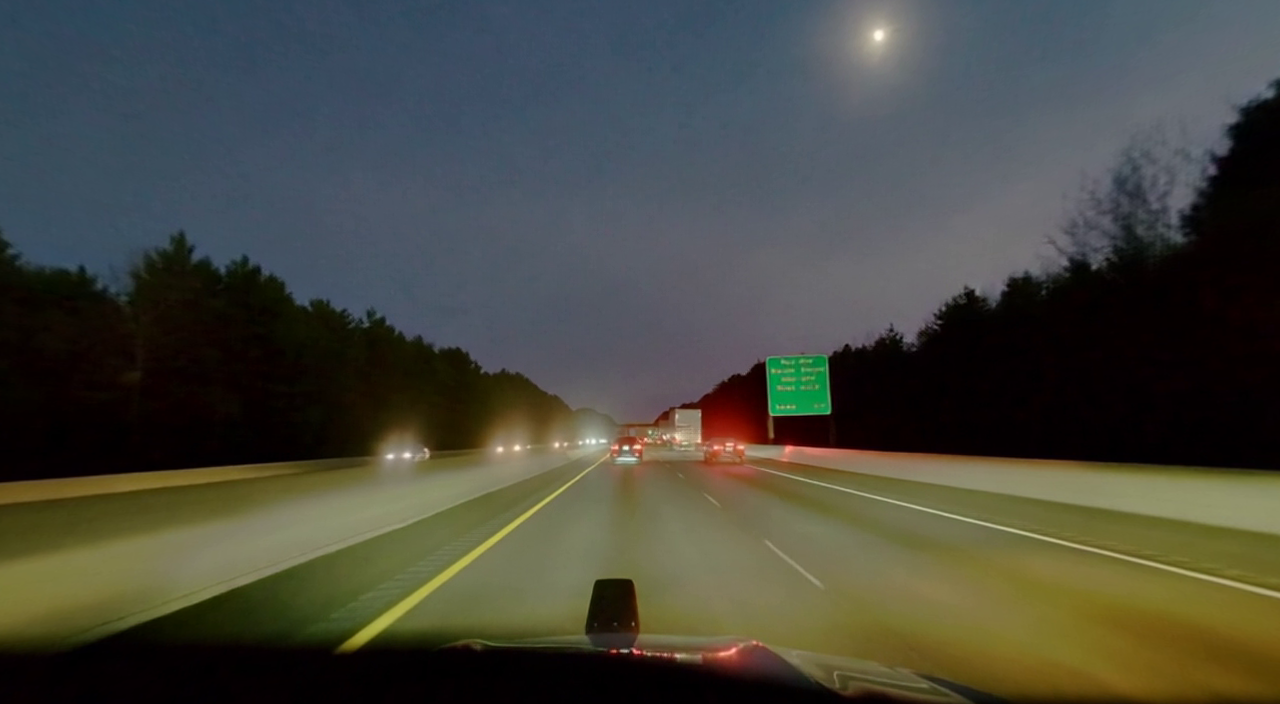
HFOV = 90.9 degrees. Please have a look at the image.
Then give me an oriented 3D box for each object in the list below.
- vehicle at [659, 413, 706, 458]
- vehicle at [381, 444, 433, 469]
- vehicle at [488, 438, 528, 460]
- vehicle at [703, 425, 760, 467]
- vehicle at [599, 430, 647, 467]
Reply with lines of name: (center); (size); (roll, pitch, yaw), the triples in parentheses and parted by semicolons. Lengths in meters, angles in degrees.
vehicle: (2.993, 6.190, 46.633); (2.728, 3.053, 7.708); (0, -8, -1)
vehicle: (-14.390, 6.450, 39.123); (1.806, 1.418, 3.732); (0, -8, -1)
vehicle: (-10.086, 7.439, 48.609); (2.163, 1.522, 4.269); (0, -8, 0)
vehicle: (4.381, 4.566, 30.869); (2.073, 1.905, 4.023); (0, -8, -2)
vehicle: (-0.824, 4.710, 31.161); (2.206, 1.681, 4.111); (0, -8, -1)
